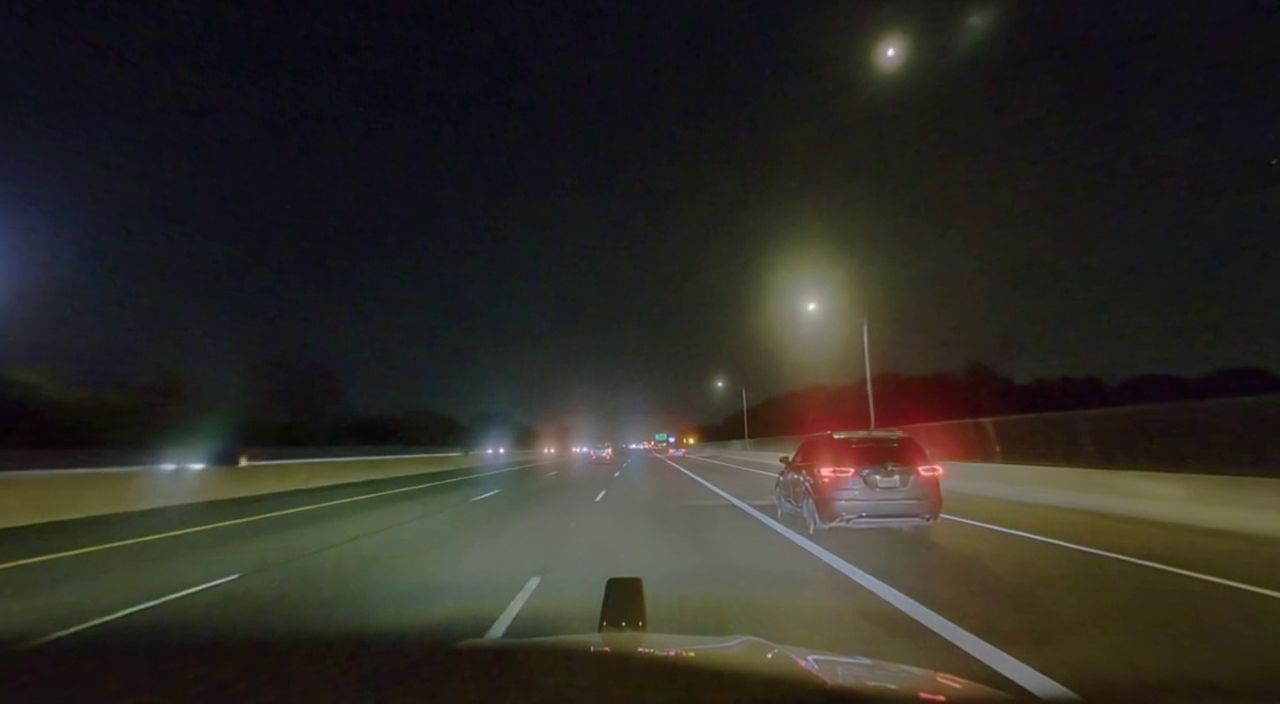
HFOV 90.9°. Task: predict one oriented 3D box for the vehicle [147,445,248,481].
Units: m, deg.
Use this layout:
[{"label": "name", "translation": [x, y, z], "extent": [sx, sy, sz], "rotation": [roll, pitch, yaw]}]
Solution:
[{"label": "vehicle", "translation": [-24.395, 6.079, 35.045], "extent": [2.027, 1.837, 4.865], "rotation": [0, -8, 0]}]
